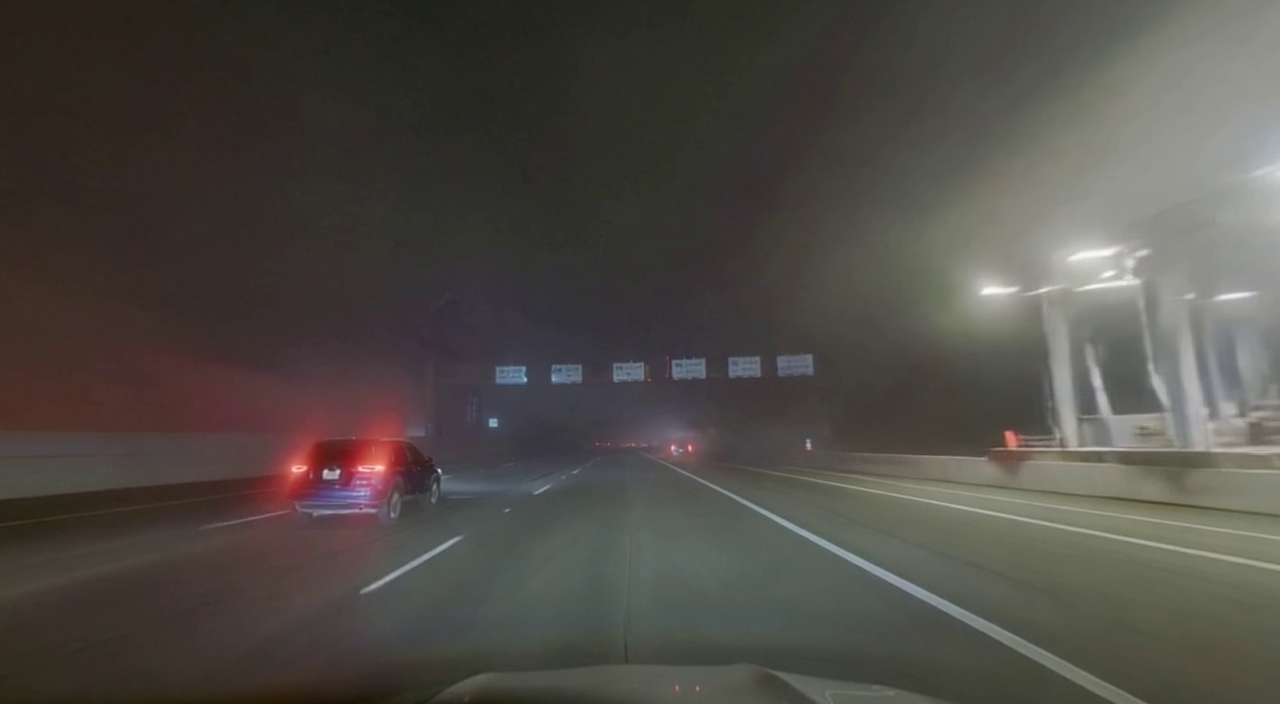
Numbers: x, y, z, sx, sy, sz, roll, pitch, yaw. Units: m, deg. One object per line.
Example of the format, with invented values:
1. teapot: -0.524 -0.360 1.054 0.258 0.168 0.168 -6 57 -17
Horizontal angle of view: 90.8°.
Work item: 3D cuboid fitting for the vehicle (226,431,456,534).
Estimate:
1. vehicle: -4.921 2.188 11.262 1.981 1.465 4.334 0 -8 0
